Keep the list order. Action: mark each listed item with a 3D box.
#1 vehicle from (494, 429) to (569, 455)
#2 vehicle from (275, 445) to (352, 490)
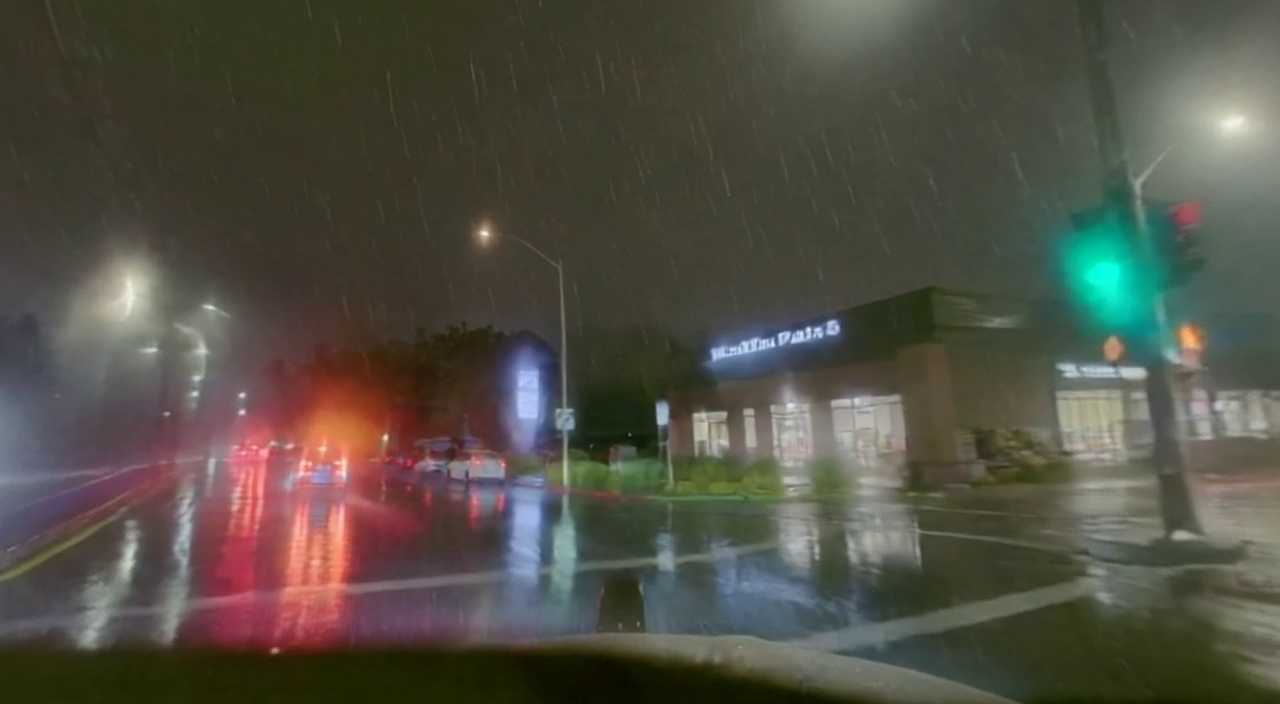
[{"bbox_3d":[-7.880,6.582,46.125,4.851,1.737,2.189,6,-10,-36],"label":"vehicle"},{"bbox_3d":[-13.588,4.713,26.171,2.197,1.642,4.312,6,-10,-34],"label":"vehicle"}]
